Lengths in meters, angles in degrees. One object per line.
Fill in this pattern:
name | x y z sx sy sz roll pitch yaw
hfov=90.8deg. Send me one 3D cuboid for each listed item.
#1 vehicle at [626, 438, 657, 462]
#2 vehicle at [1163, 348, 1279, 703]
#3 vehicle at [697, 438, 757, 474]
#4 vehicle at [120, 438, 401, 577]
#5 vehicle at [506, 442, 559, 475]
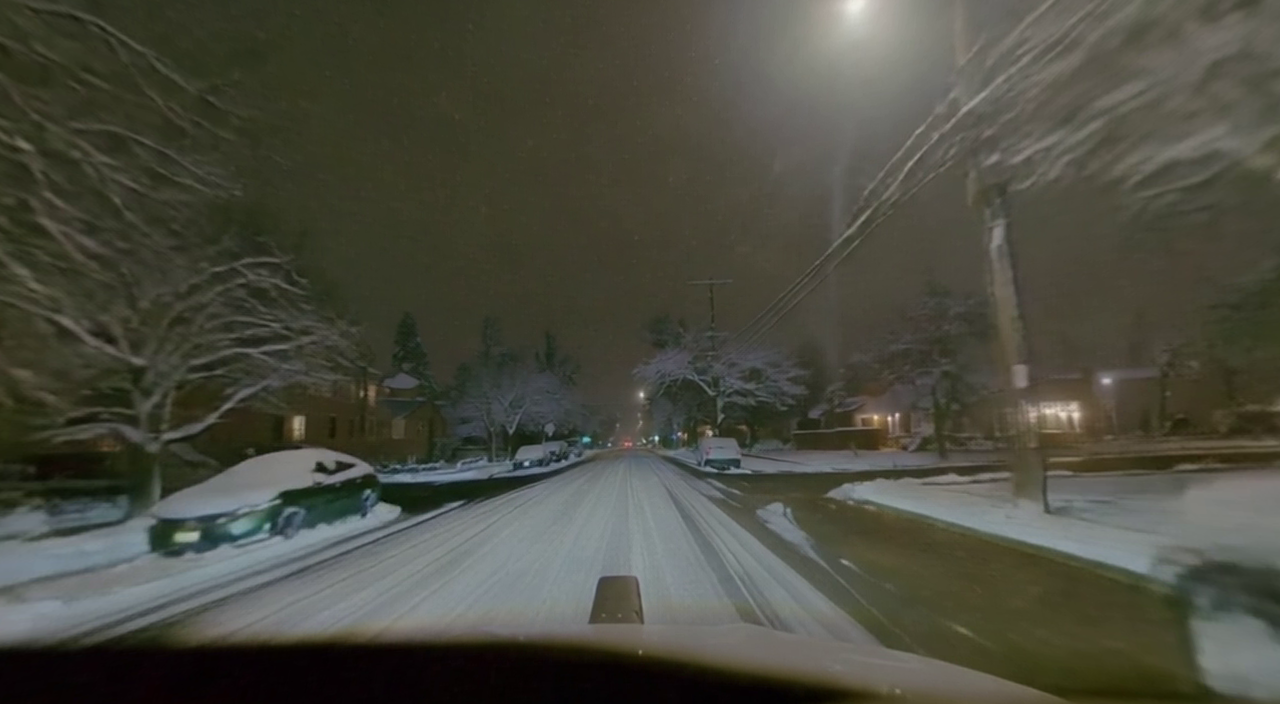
vehicle | 0.081 6.764 43.605 2.062 1.509 4.305 0 -8 -1
vehicle | 3.842 0.600 1.088 2.108 1.719 4.339 0 -8 0
vehicle | 4.081 4.927 30.366 2.144 1.572 5.026 0 -8 0
vehicle | -5.958 2.388 10.843 1.769 1.572 4.990 -4 -6 0
vehicle | -5.984 5.967 35.806 2.094 1.433 5.740 -4 -7 -2
